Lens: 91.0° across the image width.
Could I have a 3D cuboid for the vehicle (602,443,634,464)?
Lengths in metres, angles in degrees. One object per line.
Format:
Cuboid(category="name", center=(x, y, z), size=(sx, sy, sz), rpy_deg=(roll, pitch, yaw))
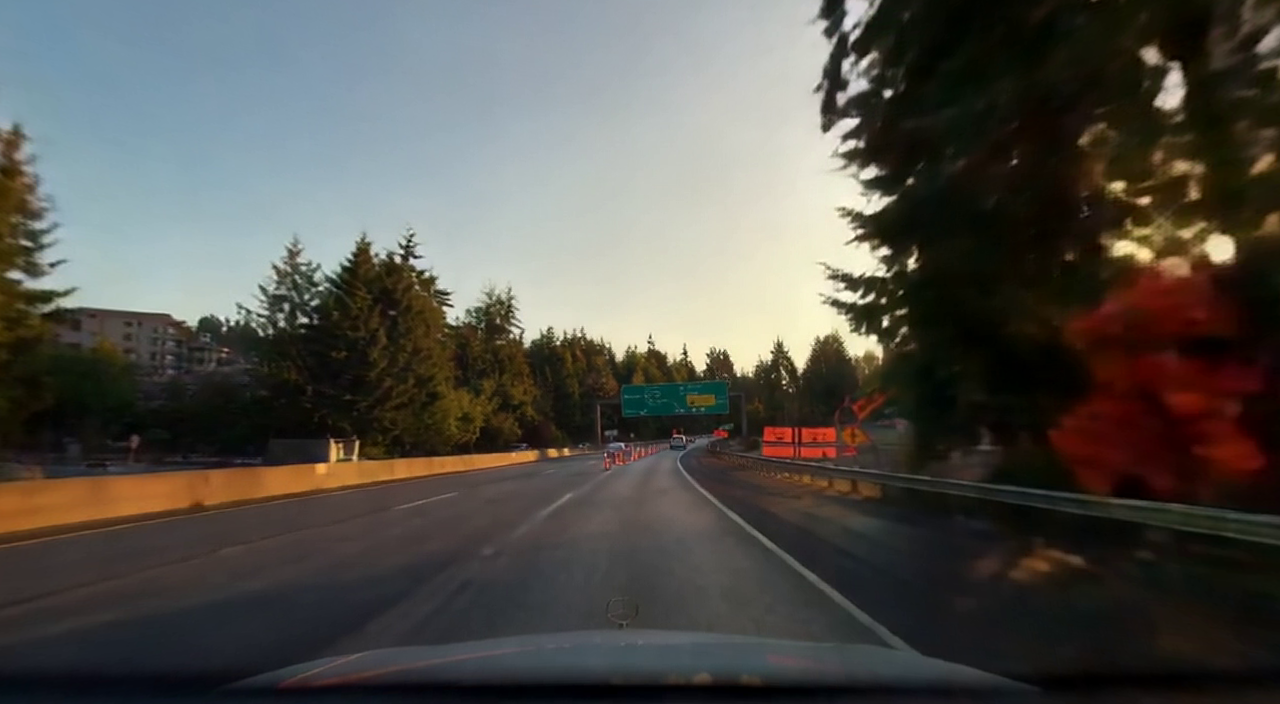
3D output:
Cuboid(category="vehicle", center=(-1.552, 7.278, 45.390), size=(2.118, 1.475, 4.263), rpy_deg=(0, -8, 1))
